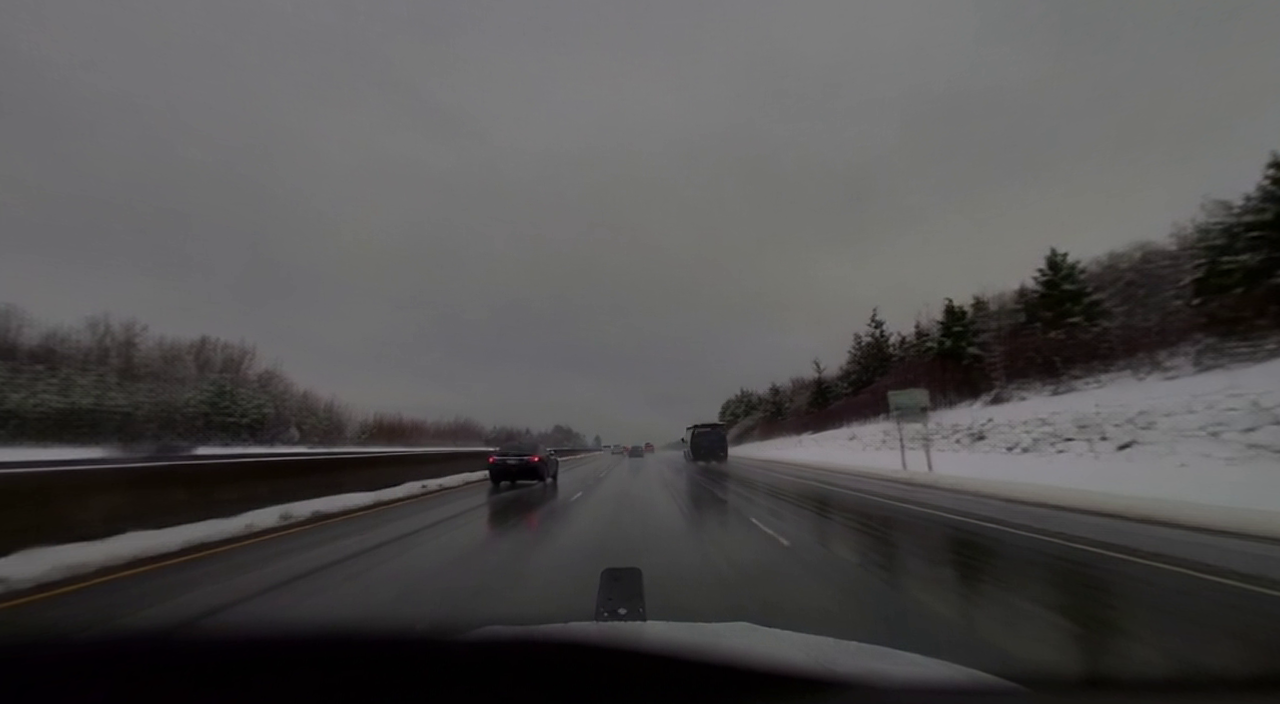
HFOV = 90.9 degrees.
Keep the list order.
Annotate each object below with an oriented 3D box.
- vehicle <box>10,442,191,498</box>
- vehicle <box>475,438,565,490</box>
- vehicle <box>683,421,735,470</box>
[{"bbox_3d":[-15.394,3.361,18.334,1.596,1.414,4.176,0,-9,-1],"label":"vehicle"},{"bbox_3d":[-3.801,3.658,20.831,2.054,1.529,4.368,0,-9,1],"label":"vehicle"},{"bbox_3d":[3.976,5.600,37.532,2.361,2.636,5.684,0,-9,-1],"label":"vehicle"}]
